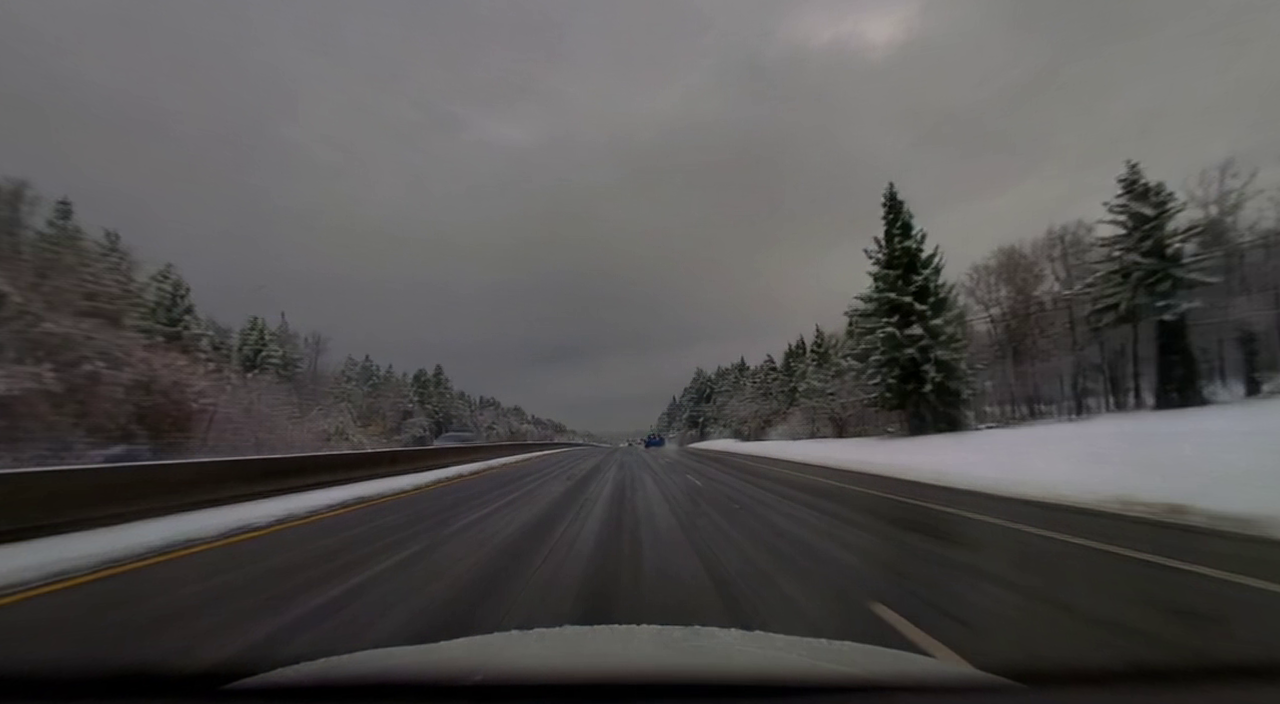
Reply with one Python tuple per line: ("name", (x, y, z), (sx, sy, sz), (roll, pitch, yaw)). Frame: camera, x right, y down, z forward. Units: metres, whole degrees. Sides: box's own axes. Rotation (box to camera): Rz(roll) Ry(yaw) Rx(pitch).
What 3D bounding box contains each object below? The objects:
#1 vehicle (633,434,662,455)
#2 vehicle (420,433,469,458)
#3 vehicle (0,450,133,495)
("vehicle", (0.497, 6.582, 45.053), (1.911, 1.449, 3.776), (0, -8, -2))
("vehicle", (-14.108, 6.783, 45.827), (2.003, 1.719, 4.843), (0, -8, 0))
("vehicle", (-22.612, 4.664, 24.755), (1.797, 1.516, 4.192), (0, -8, 1))
